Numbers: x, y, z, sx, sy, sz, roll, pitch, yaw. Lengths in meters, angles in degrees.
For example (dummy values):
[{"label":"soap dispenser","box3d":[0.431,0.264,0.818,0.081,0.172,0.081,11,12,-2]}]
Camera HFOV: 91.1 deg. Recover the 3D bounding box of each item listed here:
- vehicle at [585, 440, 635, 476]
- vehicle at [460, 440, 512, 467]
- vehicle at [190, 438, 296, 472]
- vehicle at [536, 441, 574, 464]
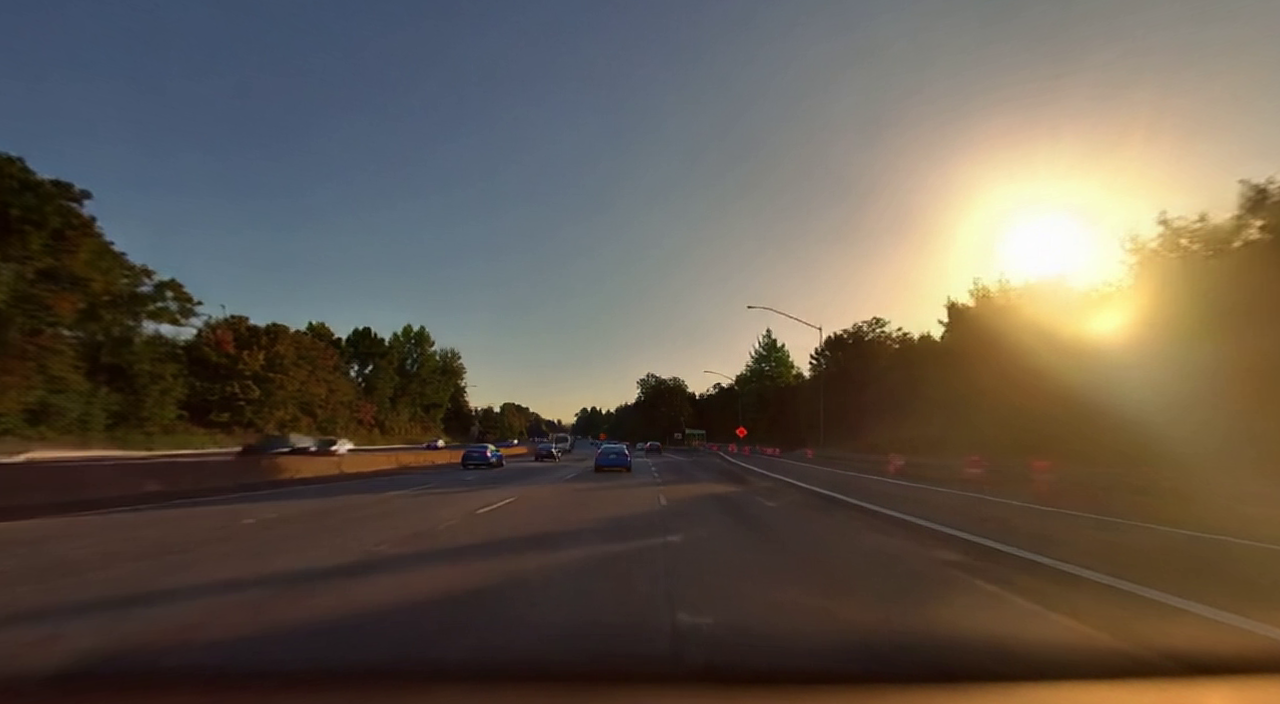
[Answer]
[{"label":"vehicle","box3d":[-1.256,4.710,28.196,1.963,1.462,4.681,0,-8,0]},{"label":"vehicle","box3d":[-9.064,5.989,37.228,1.946,1.472,4.472,0,-8,0]},{"label":"vehicle","box3d":[-19.387,5.024,30.986,1.991,1.500,5.020,0,-8,0]},{"label":"vehicle","box3d":[-5.745,6.845,42.943,1.951,1.439,4.633,0,-8,0]}]
